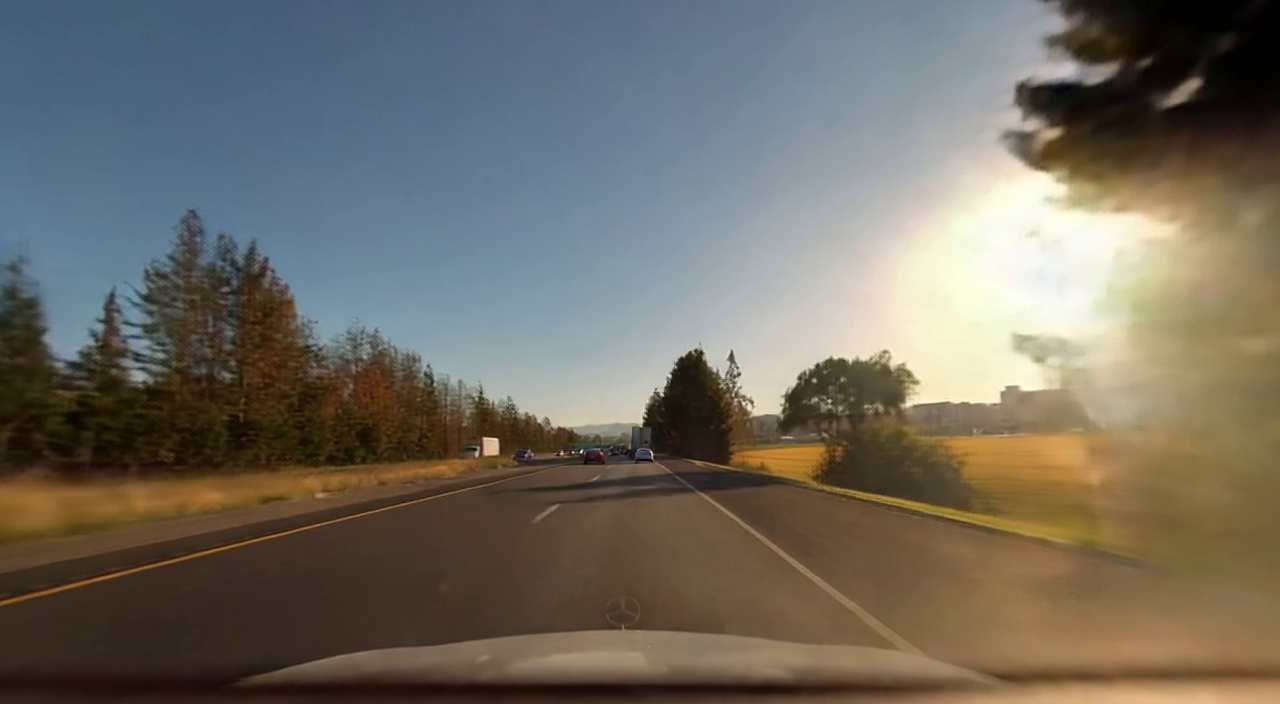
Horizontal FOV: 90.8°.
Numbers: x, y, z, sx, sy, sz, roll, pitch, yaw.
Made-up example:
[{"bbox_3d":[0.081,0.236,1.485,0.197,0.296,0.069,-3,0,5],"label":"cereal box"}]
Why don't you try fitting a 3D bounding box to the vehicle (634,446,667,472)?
[{"bbox_3d":[0.627,7.032,41.653,1.992,1.593,3.937,0,-9,-1],"label":"vehicle"}]
